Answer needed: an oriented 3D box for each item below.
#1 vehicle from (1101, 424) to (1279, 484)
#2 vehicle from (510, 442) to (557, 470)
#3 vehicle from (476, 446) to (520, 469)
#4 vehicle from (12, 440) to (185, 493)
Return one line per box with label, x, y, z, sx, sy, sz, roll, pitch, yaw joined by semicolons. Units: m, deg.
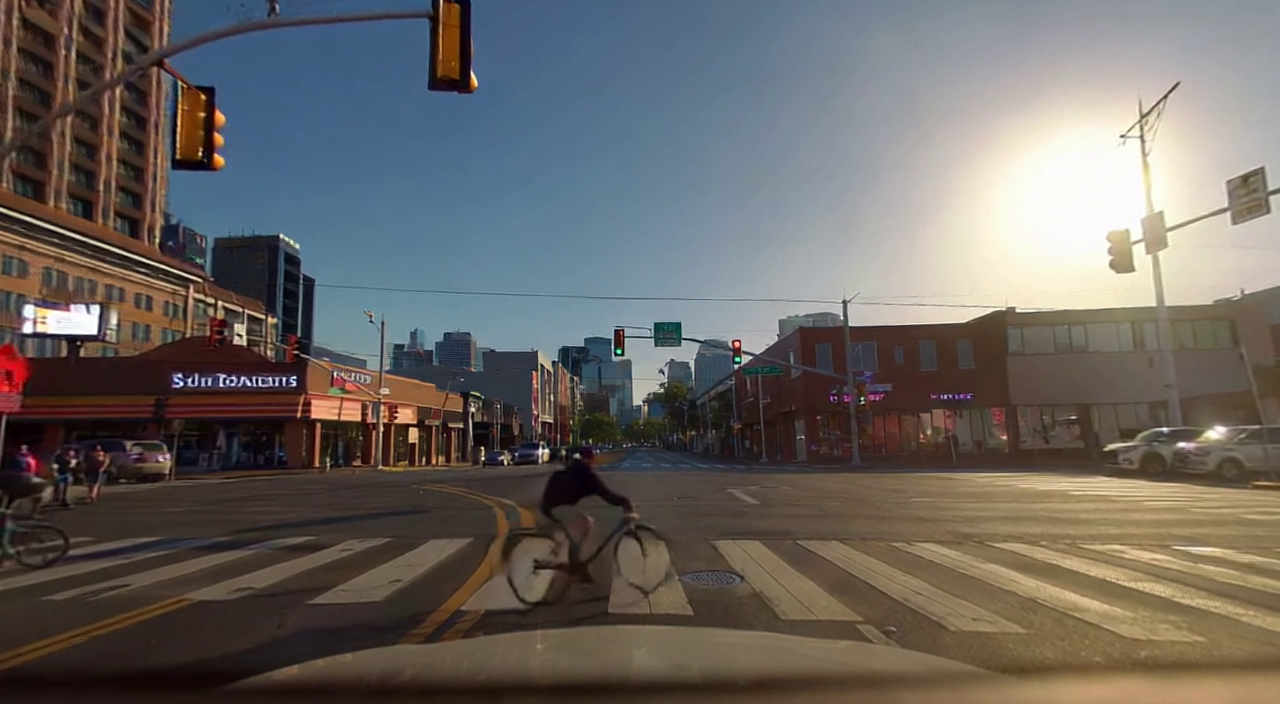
vehicle;15.408;2.699;16.772;4.651;1.463;1.880;-2;-9;8
vehicle;-6.780;6.691;40.754;2.181;1.703;4.512;0;-9;1
vehicle;-9.859;7.359;44.122;2.106;1.505;4.228;0;-9;0
vehicle;-21.146;4.431;24.769;5.161;1.910;2.275;-2;-9;11
